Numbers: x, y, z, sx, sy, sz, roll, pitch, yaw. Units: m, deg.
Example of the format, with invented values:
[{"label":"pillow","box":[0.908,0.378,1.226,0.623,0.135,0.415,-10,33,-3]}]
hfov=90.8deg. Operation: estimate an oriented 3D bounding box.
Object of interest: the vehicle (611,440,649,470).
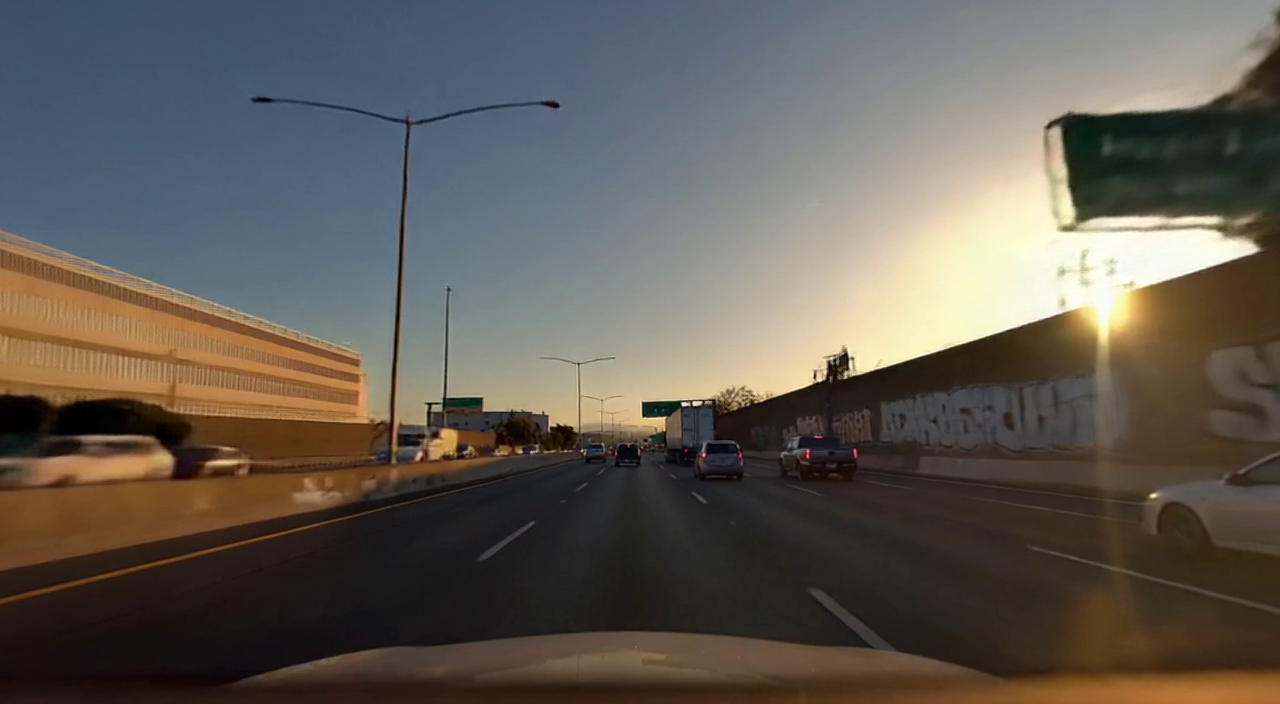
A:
[{"label":"vehicle","box":[-0.585,6.017,36.919,2.073,1.640,3.990,0,-9,-1]}]

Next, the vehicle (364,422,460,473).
[{"label":"vehicle","box":[-13.923,5.960,39.418,2.889,2.851,8.281,0,-9,0]}]

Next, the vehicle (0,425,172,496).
[{"label":"vehicle","box":[-14.109,2.665,15.744,1.865,1.548,3.890,0,-9,-1]}]

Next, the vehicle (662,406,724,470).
[{"label":"vehicle","box":[3.350,5.916,43.059,2.976,3.806,10.591,0,-9,-1]}]

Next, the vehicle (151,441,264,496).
[{"label":"vehicle","box":[-17.248,4.599,25.452,2.025,2.000,3.513,1,-8,-1]}]

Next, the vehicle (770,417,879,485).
[{"label":"vehicle","box":[7.142,3.979,25.463,2.322,2.360,6.433,0,-9,-1]}]

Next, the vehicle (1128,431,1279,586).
[{"label":"vehicle","box":[7.120,1.418,5.509,1.915,1.476,4.677,0,-9,-1]}]

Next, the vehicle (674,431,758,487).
[{"label":"vehicle","box":[2.671,3.970,23.697,2.249,1.843,5.176,0,-9,-3]}]
